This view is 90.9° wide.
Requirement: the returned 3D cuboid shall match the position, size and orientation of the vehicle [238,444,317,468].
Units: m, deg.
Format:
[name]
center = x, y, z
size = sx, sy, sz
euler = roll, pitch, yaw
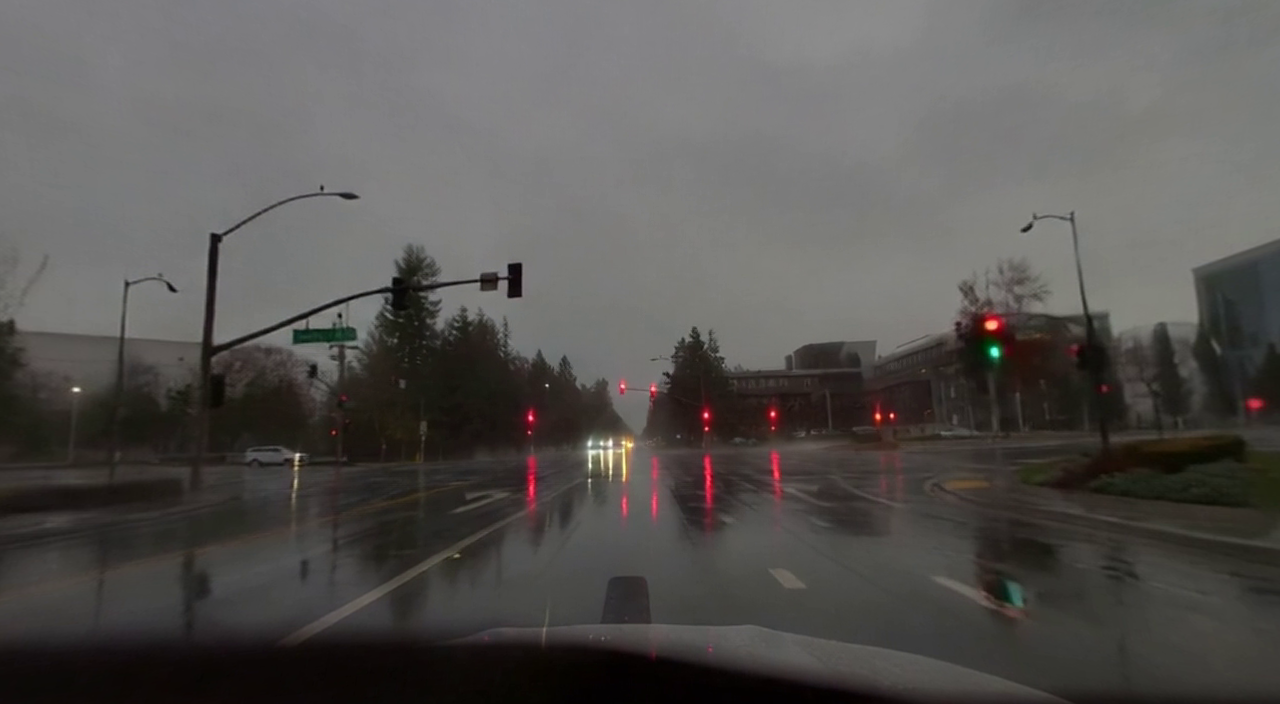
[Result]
[vehicle]
center = -25.030, 7.156, 43.579
size = 4.332, 1.573, 1.900
euler = 0, -8, 3
